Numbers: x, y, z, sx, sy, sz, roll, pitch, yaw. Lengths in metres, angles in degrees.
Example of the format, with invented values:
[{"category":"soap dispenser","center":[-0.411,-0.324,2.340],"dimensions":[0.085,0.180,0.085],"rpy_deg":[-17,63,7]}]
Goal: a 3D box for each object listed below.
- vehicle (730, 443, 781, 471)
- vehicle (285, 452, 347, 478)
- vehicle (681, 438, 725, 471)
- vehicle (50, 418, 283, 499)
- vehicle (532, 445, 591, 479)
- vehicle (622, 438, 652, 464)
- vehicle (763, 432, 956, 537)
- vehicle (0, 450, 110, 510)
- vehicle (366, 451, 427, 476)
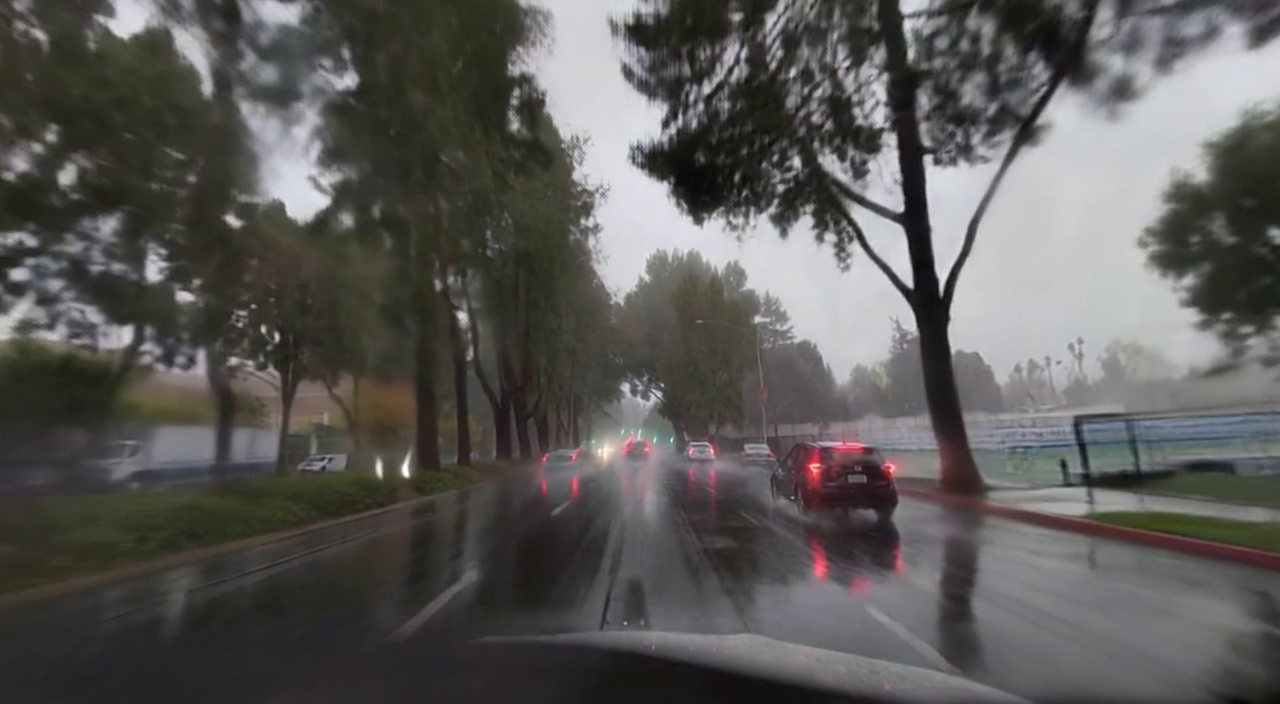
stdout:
[{"category":"vehicle","center":[6.818,6.227,37.661],"dimensions":[2.040,1.509,4.618],"rpy_deg":[0,-8,-2]},{"category":"vehicle","center":[-22.718,7.932,44.433],"dimensions":[1.976,1.697,4.738],"rpy_deg":[0,-8,-2]},{"category":"vehicle","center":[3.449,5.720,35.298],"dimensions":[1.980,1.709,4.367],"rpy_deg":[0,-8,-1]},{"category":"vehicle","center":[-22.487,5.164,31.370],"dimensions":[2.816,3.267,11.356],"rpy_deg":[0,-8,0]},{"category":"vehicle","center":[-3.258,4.645,26.922],"dimensions":[2.013,1.354,3.908],"rpy_deg":[0,-8,0]},{"category":"vehicle","center":[-0.277,7.816,49.836],"dimensions":[2.247,1.882,4.603],"rpy_deg":[0,-8,-1]},{"category":"vehicle","center":[3.613,2.239,11.327],"dimensions":[1.919,1.502,4.232],"rpy_deg":[0,-8,0]},{"category":"vehicle","center":[-22.382,4.554,22.525],"dimensions":[2.159,1.908,5.564],"rpy_deg":[-2,-8,-1]},{"category":"vehicle","center":[-15.679,7.167,40.891],"dimensions":[2.046,1.482,4.697],"rpy_deg":[0,-8,0]}]
